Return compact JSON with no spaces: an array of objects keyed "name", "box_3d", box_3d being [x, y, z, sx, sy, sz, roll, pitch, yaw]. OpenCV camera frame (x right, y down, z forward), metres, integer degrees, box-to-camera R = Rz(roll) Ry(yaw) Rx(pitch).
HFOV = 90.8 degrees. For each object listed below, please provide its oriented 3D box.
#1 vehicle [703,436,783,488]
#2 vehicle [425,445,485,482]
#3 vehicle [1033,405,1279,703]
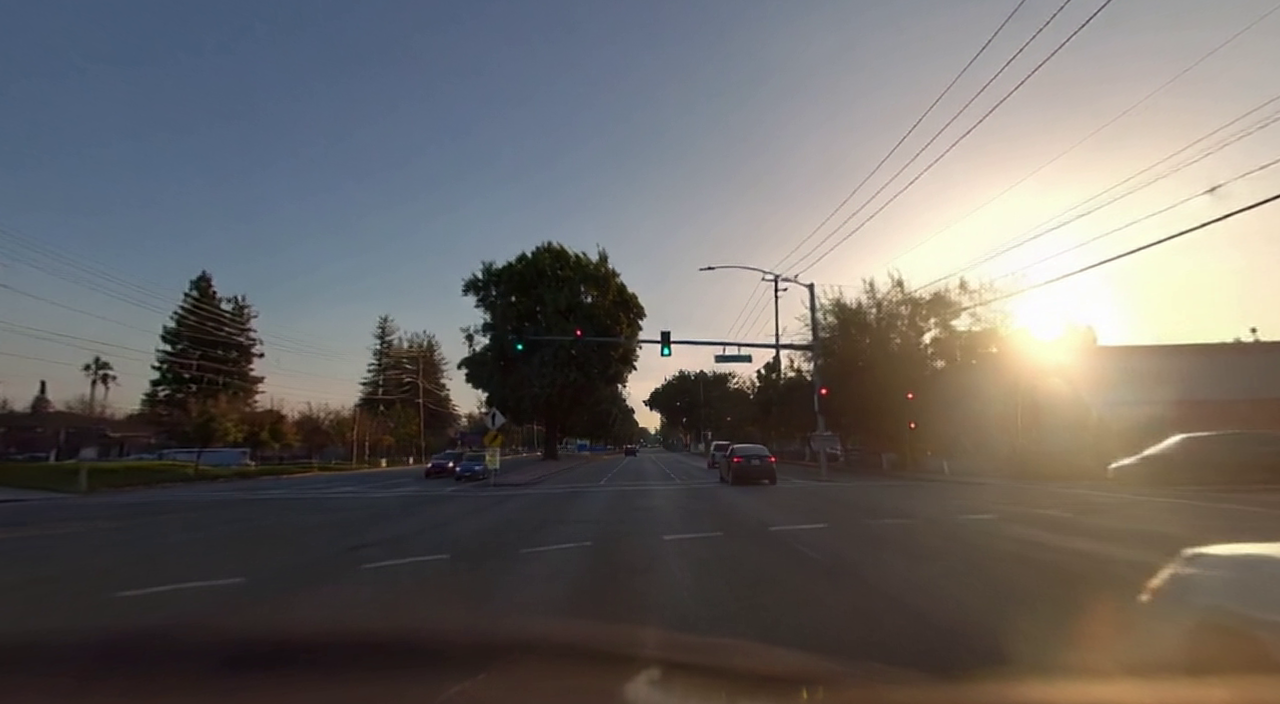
[{"name":"vehicle","box_3d":[3.616,3.960,23.007,2.128,1.699,4.222,0,-9,-1]},{"name":"vehicle","box_3d":[-9.182,5.520,31.690,1.816,1.478,4.404,-2,-6,-2]},{"name":"vehicle","box_3d":[3.364,0.808,1.526,2.004,1.455,4.417,0,-9,0]}]
